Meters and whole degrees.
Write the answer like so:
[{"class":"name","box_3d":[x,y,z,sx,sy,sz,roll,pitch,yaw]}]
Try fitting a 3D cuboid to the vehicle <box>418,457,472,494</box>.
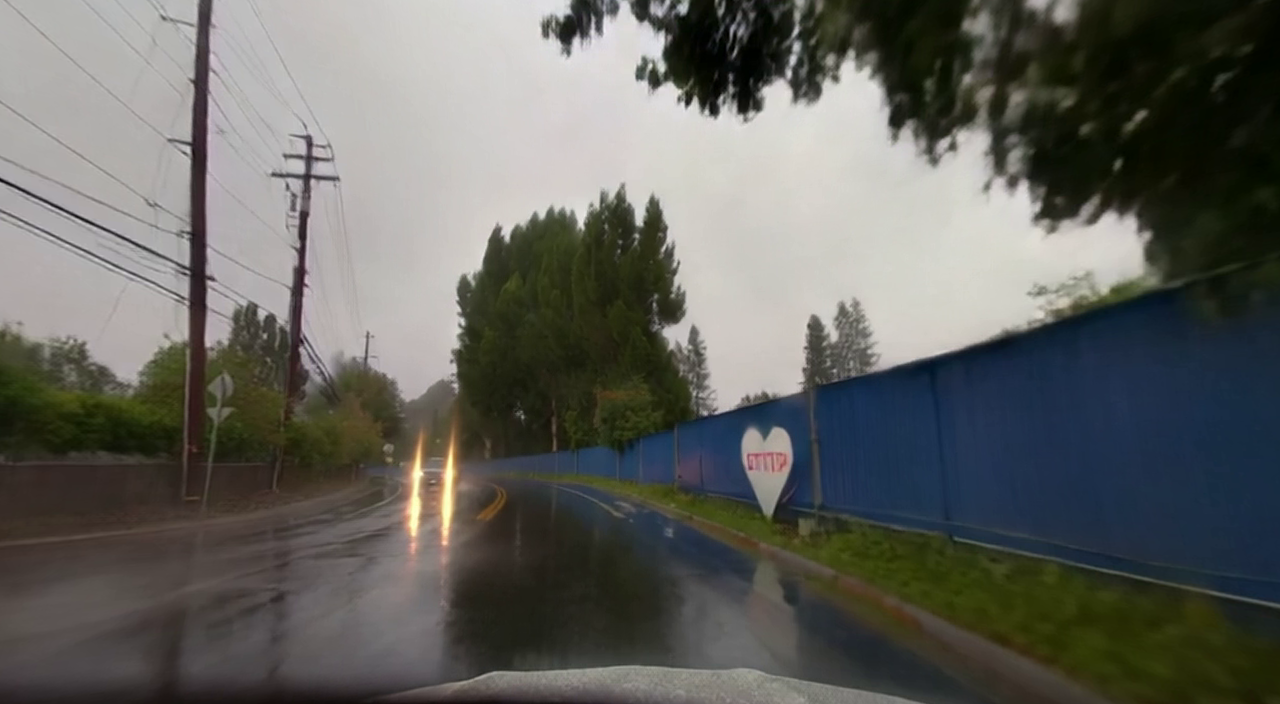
[{"class":"vehicle","box_3d":[-8.709,5.529,28.605,2.034,1.479,4.521,2,-9,-14]}]
